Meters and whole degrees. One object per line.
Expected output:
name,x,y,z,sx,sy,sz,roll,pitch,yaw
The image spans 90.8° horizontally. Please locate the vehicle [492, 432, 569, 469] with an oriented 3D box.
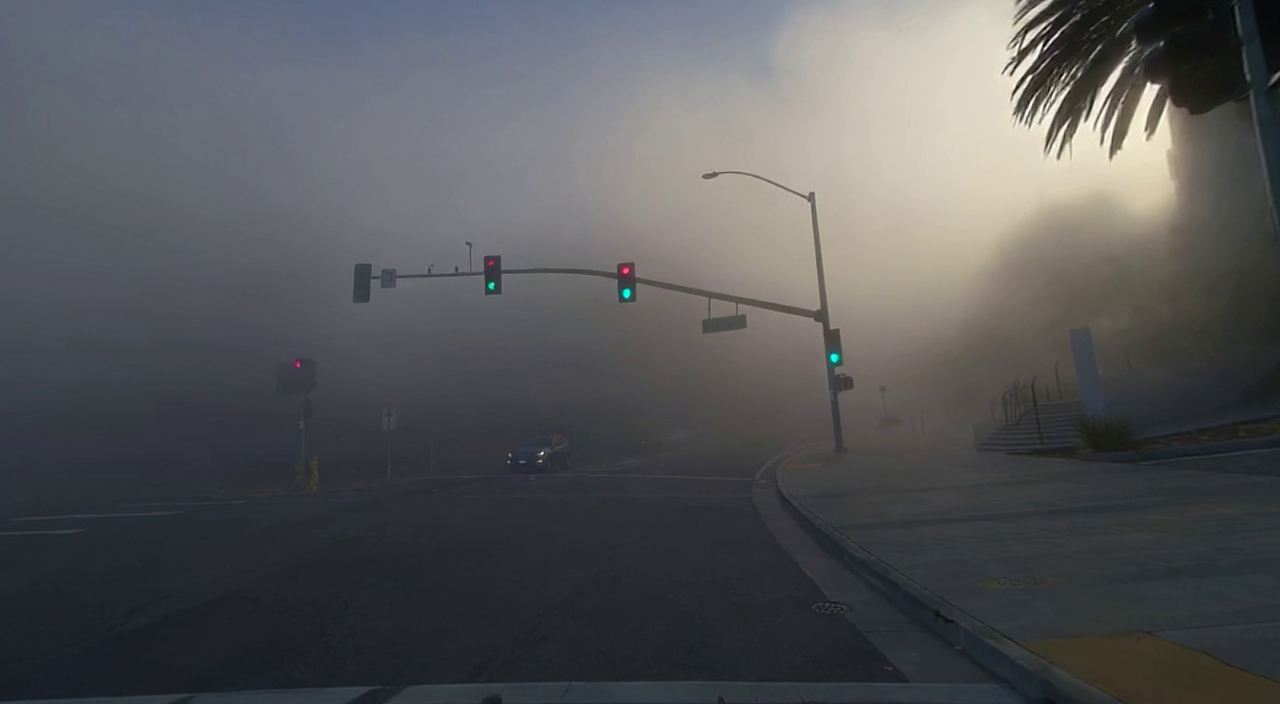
vehicle,-5.716,5.234,33.622,2.181,1.792,4.648,-3,-9,16
